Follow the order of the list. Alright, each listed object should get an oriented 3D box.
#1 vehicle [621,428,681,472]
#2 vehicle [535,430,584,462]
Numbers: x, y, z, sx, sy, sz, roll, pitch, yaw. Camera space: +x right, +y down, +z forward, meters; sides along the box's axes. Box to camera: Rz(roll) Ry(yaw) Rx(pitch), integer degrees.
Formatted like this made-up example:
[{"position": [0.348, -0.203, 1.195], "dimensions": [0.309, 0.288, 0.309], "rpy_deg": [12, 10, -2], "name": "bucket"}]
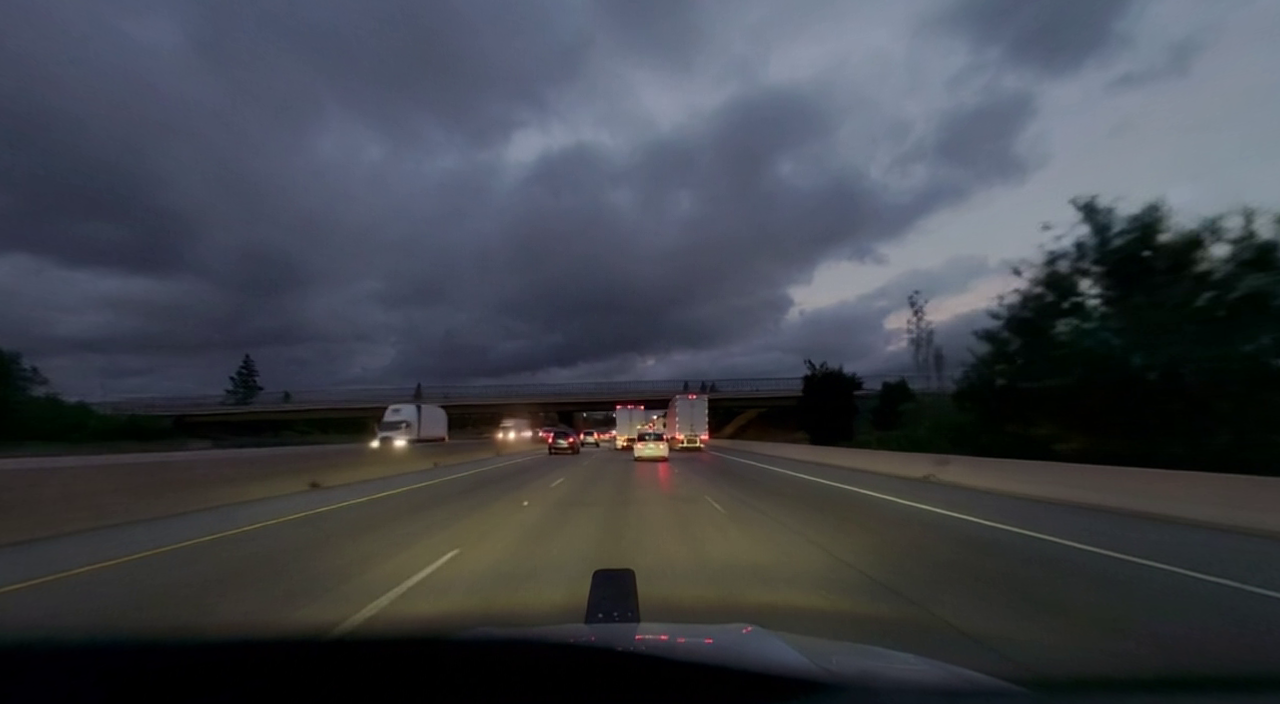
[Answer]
[{"position": [0.328, 3.629, 23.578], "dimensions": [2.059, 1.522, 3.693], "rpy_deg": [0, -8, -2], "name": "vehicle"}, {"position": [-4.040, 4.811, 32.477], "dimensions": [1.979, 1.527, 4.754], "rpy_deg": [0, -8, -1], "name": "vehicle"}]
